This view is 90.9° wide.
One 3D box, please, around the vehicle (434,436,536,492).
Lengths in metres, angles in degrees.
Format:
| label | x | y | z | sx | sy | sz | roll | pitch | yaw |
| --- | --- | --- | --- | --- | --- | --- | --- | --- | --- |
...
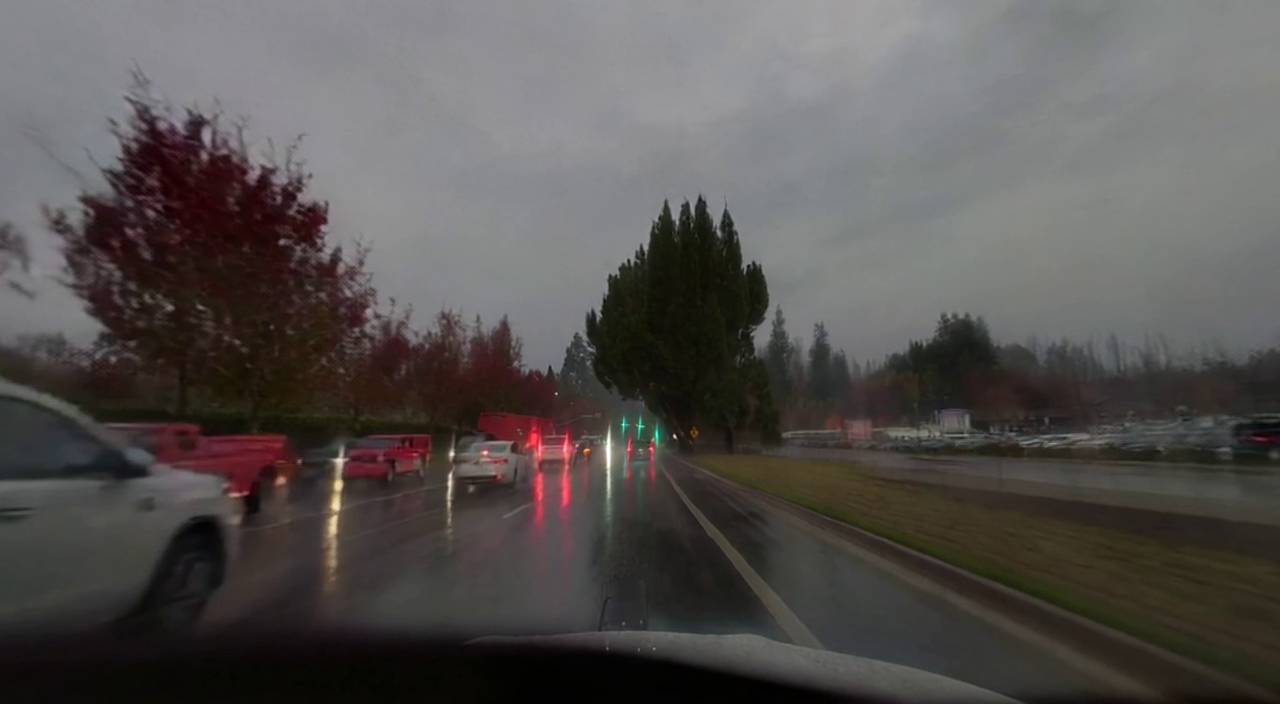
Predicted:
| label | x | y | z | sx | sy | sz | roll | pitch | yaw |
| --- | --- | --- | --- | --- | --- | --- | --- | --- | --- |
| vehicle | -4.520 | 3.317 | 19.084 | 2.068 | 1.480 | 4.039 | 0 | -8 | 0 |

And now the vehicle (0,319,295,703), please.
| label | x | y | z | sx | sy | sz | roll | pitch | yaw |
| --- | --- | --- | --- | --- | --- | --- | --- | --- | --- |
| vehicle | -4.013 | 0.754 | 2.585 | 2.242 | 1.852 | 5.201 | 0 | -8 | 0 |

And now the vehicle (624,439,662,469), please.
| label | x | y | z | sx | sy | sz | roll | pitch | yaw |
| --- | --- | --- | --- | --- | --- | --- | --- | --- | --- |
| vehicle | 0.157 | 5.362 | 33.204 | 1.875 | 1.453 | 3.888 | 0 | -8 | 0 |

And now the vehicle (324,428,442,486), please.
| label | x | y | z | sx | sy | sz | roll | pitch | yaw |
| --- | --- | --- | --- | --- | --- | --- | --- | --- | --- |
| vehicle | -8.369 | 3.456 | 21.055 | 1.959 | 1.668 | 4.557 | 0 | -8 | 1 |

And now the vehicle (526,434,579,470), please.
| label | x | y | z | sx | sy | sz | roll | pitch | yaw |
| --- | --- | --- | --- | --- | --- | --- | --- | --- | --- |
| vehicle | -4.480 | 5.215 | 33.099 | 2.042 | 1.713 | 4.493 | -1 | -8 | 2 |
